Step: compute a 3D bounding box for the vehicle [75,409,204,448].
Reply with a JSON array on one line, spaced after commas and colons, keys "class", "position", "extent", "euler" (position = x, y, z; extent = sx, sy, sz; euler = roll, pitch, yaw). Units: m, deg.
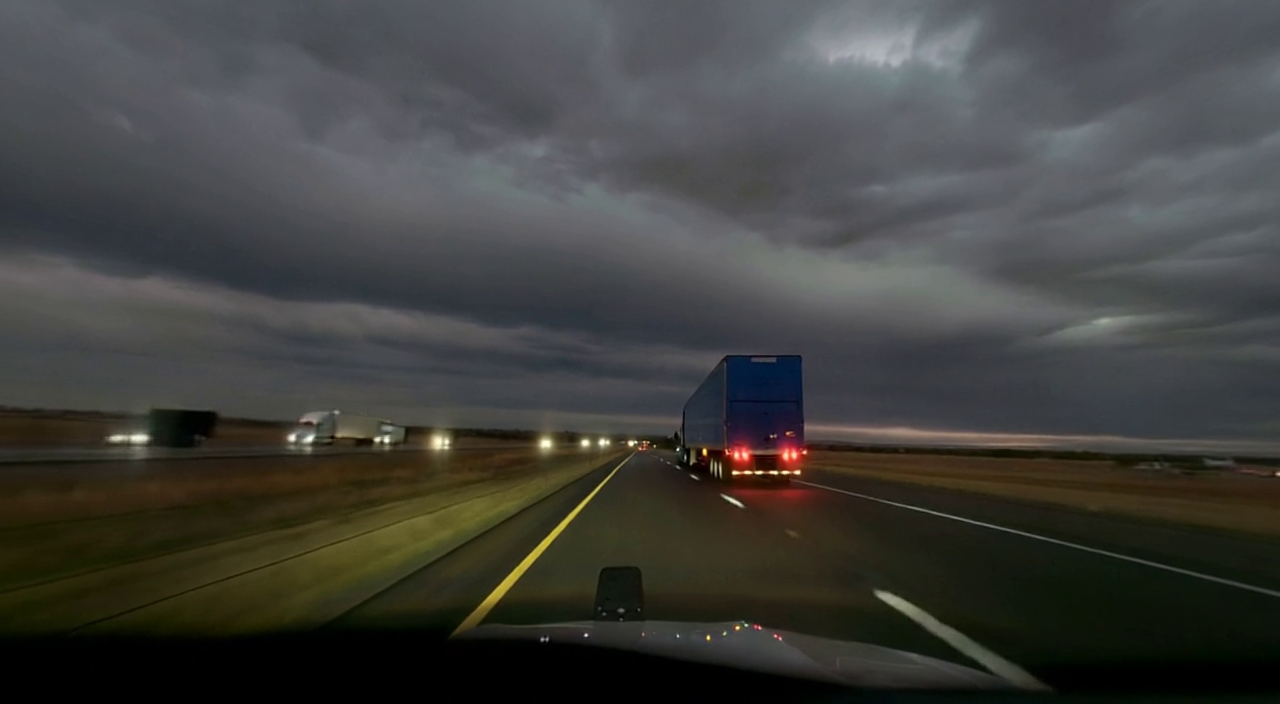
[{"class": "vehicle", "position": [-29.658, 4.664, 37.694], "extent": [2.329, 2.083, 6.351], "euler": [0, -9, 2]}]

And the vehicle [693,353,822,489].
[{"class": "vehicle", "position": [4.167, 3.087, 26.019], "extent": [2.818, 4.206, 12.987], "euler": [0, -9, 0]}]
